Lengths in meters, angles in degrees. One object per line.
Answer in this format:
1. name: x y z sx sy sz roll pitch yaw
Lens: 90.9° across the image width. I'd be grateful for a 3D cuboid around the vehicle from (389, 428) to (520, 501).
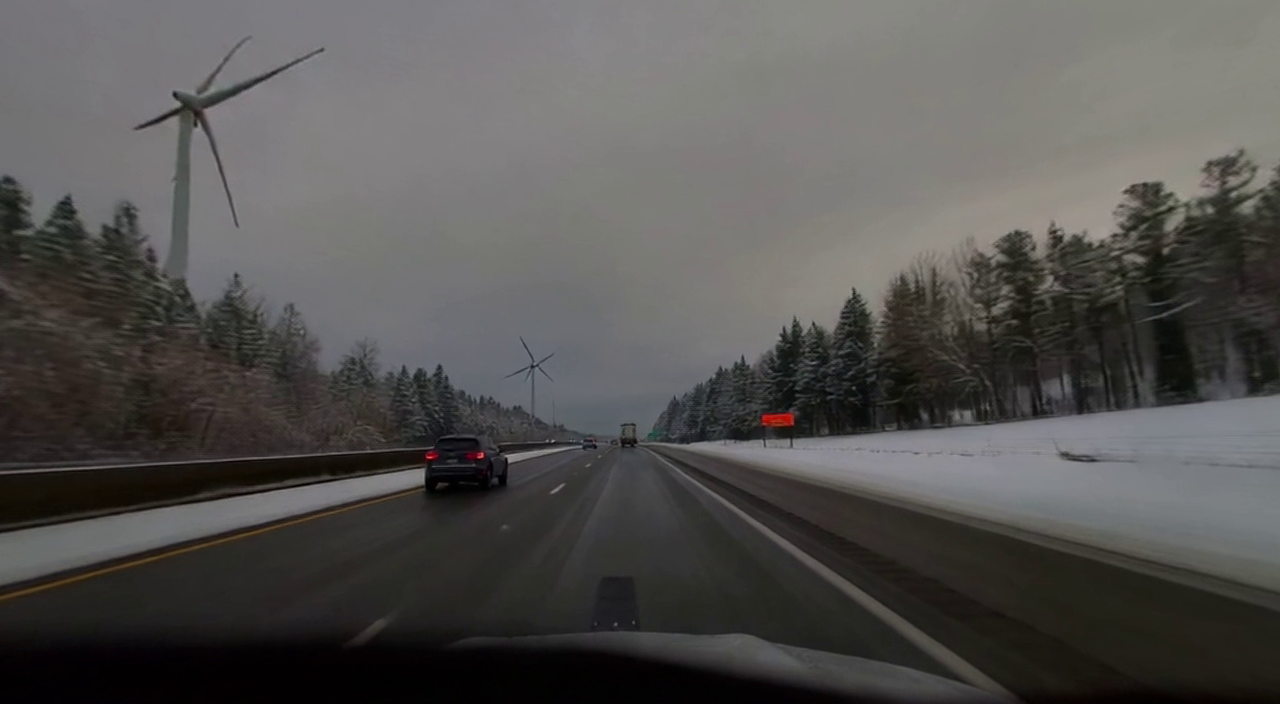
1. vehicle: -4.246 2.613 15.159 1.950 1.511 3.965 0 -8 0
